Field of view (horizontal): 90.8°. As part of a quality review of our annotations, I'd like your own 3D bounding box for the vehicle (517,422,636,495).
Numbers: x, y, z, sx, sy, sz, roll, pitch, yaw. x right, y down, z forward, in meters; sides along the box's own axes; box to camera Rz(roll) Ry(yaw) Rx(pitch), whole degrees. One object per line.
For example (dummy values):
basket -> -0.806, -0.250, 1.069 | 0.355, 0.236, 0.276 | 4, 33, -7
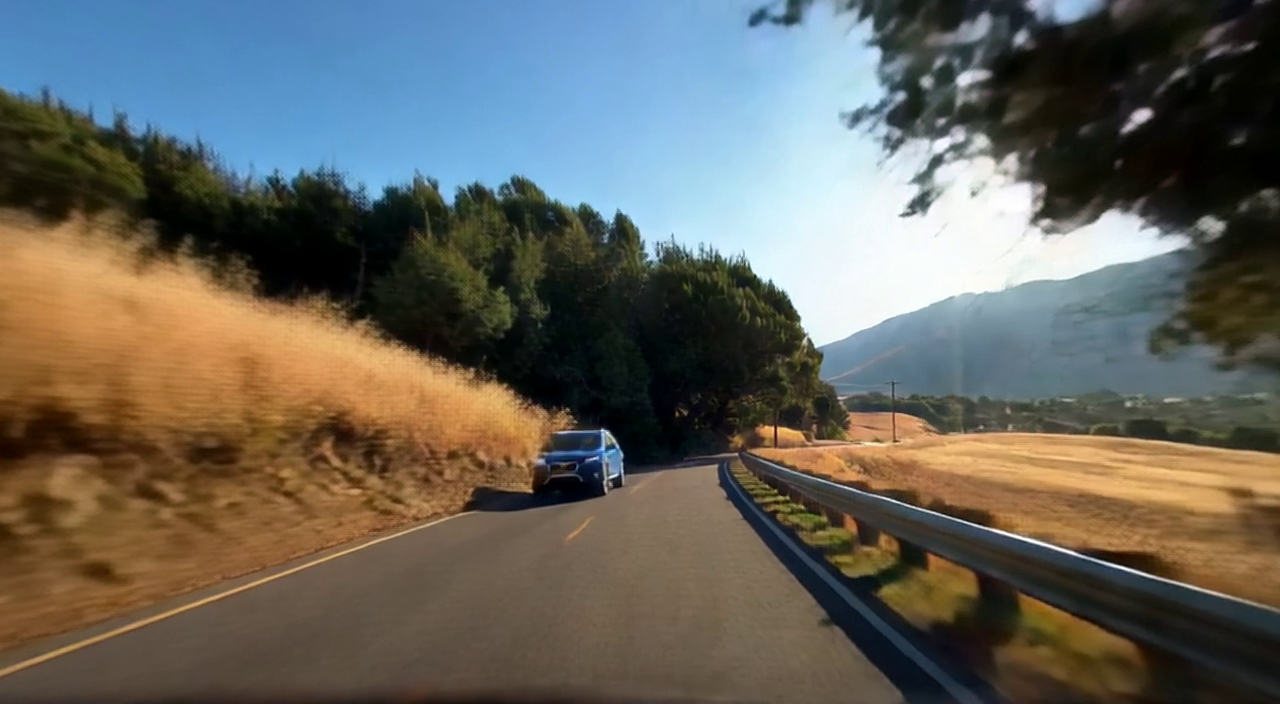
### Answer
vehicle -> -1.606, 3.005, 18.134 | 2.251, 1.799, 4.776 | -2, -8, 9
